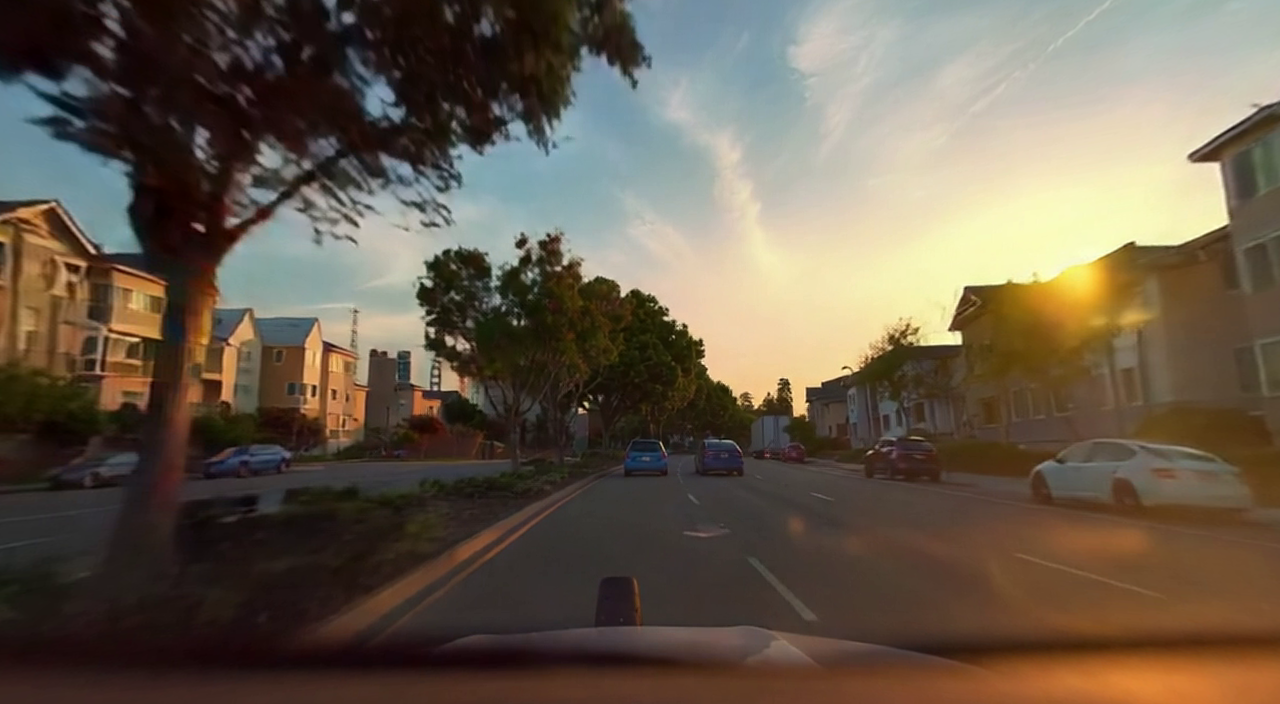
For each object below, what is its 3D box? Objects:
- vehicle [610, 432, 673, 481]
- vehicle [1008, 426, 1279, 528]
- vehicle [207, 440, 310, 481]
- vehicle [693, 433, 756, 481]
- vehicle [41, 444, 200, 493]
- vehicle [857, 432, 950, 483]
[{"bbox_3d":[0.136,4.330,26.368,2.345,1.841,5.032,0,-9,2],"label":"vehicle"},{"bbox_3d":[10.306,2.510,13.419,2.080,1.744,4.889,0,-8,1],"label":"vehicle"},{"bbox_3d":[-18.450,5.229,30.887,2.175,1.819,4.703,0,-8,-2],"label":"vehicle"},{"bbox_3d":[3.429,4.354,26.468,2.033,1.823,4.409,0,-9,0],"label":"vehicle"},{"bbox_3d":[-18.975,4.302,23.436,2.023,1.561,4.497,-2,-10,1],"label":"vehicle"},{"bbox_3d":[10.575,4.273,25.777,1.938,1.860,4.690,0,-9,3],"label":"vehicle"}]
